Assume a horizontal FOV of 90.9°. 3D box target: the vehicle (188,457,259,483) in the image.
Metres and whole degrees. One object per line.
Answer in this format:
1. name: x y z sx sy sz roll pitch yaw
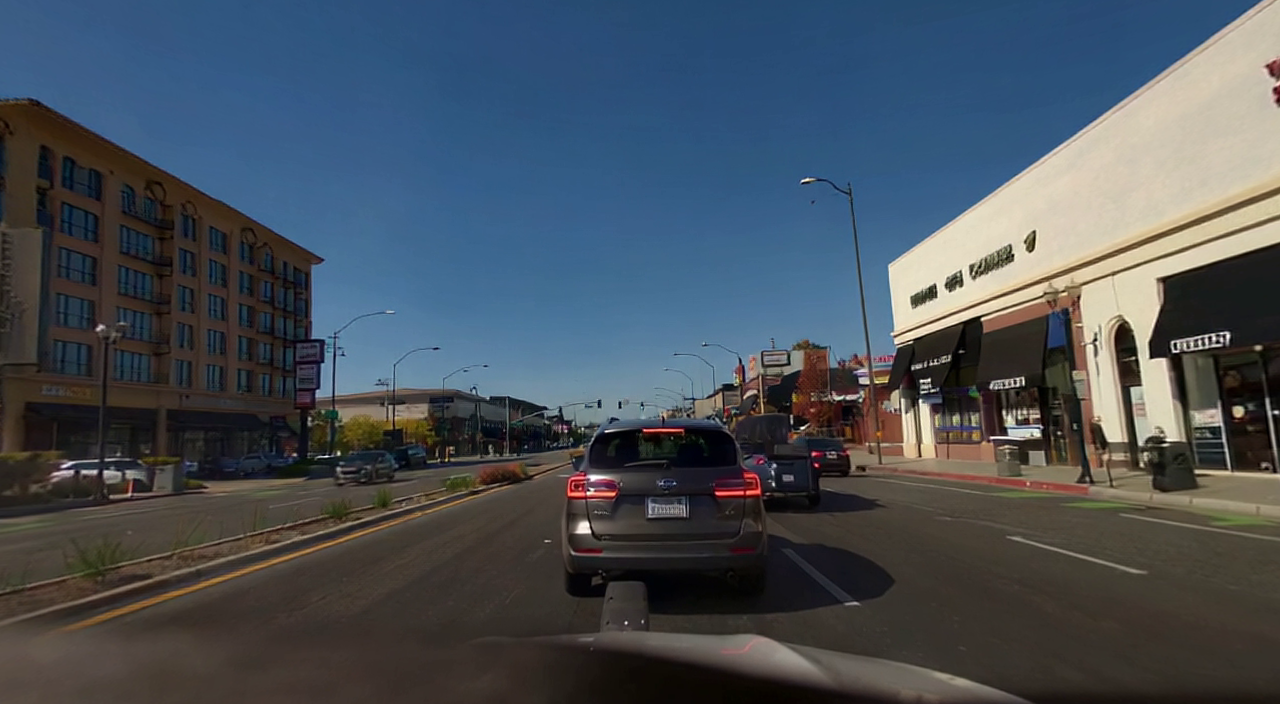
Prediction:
1. vehicle: -27.888 7.884 42.377 1.861 1.578 4.152 0 -8 1

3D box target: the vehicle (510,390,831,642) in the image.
1. vehicle: 0.205 1.380 6.220 2.125 1.669 3.880 0 -8 0

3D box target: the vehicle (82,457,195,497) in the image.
1. vehicle: -25.865 6.412 32.803 2.026 1.808 4.835 0 -8 -2

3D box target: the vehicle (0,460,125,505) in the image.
1. vehicle: -23.983 5.201 25.291 4.608 1.659 1.981 2 -9 -16

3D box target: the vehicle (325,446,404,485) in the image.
1. vehicle: -13.062 5.376 30.222 1.965 1.695 4.284 0 -8 -2
